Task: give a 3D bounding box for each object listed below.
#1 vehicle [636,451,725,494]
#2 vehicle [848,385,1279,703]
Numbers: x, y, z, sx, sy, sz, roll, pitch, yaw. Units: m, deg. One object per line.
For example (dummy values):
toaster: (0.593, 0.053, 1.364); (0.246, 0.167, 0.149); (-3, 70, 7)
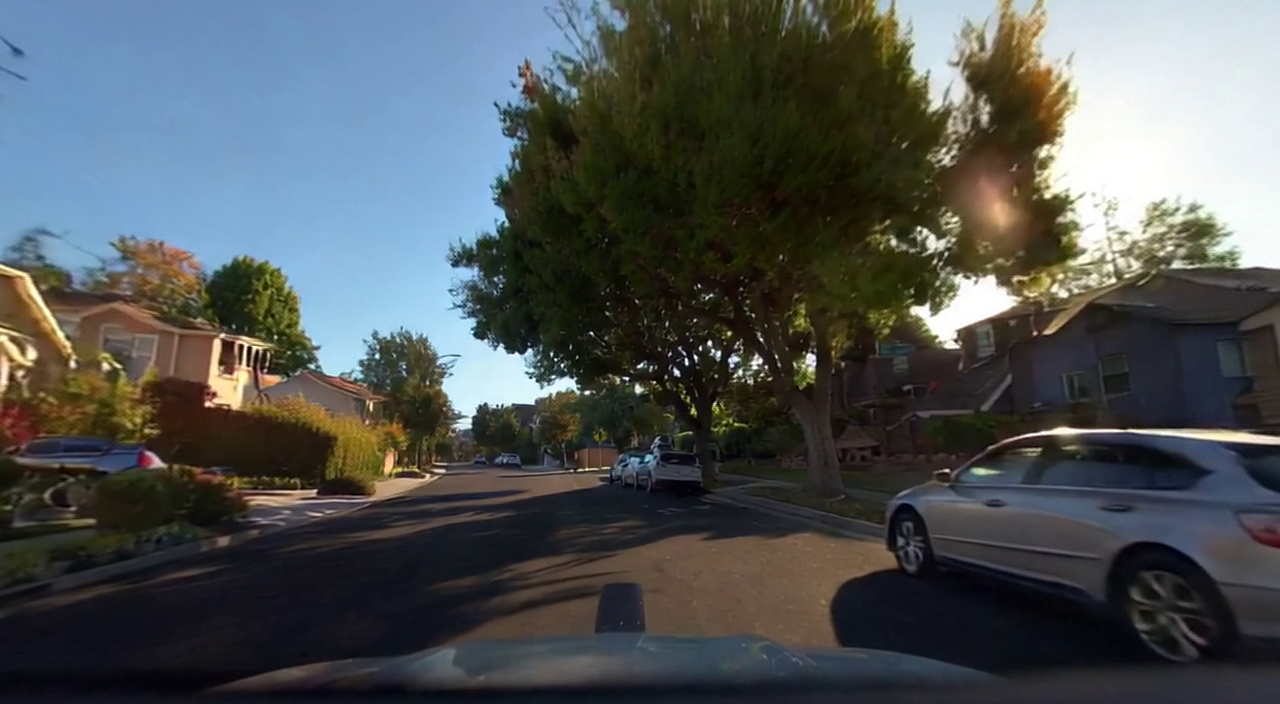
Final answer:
vehicle: (1.459, 4.705, 25.099); (2.193, 1.504, 4.576); (2, -9, -15)
vehicle: (4.081, 1.410, 5.628); (2.111, 1.771, 4.942); (1, -9, -9)
